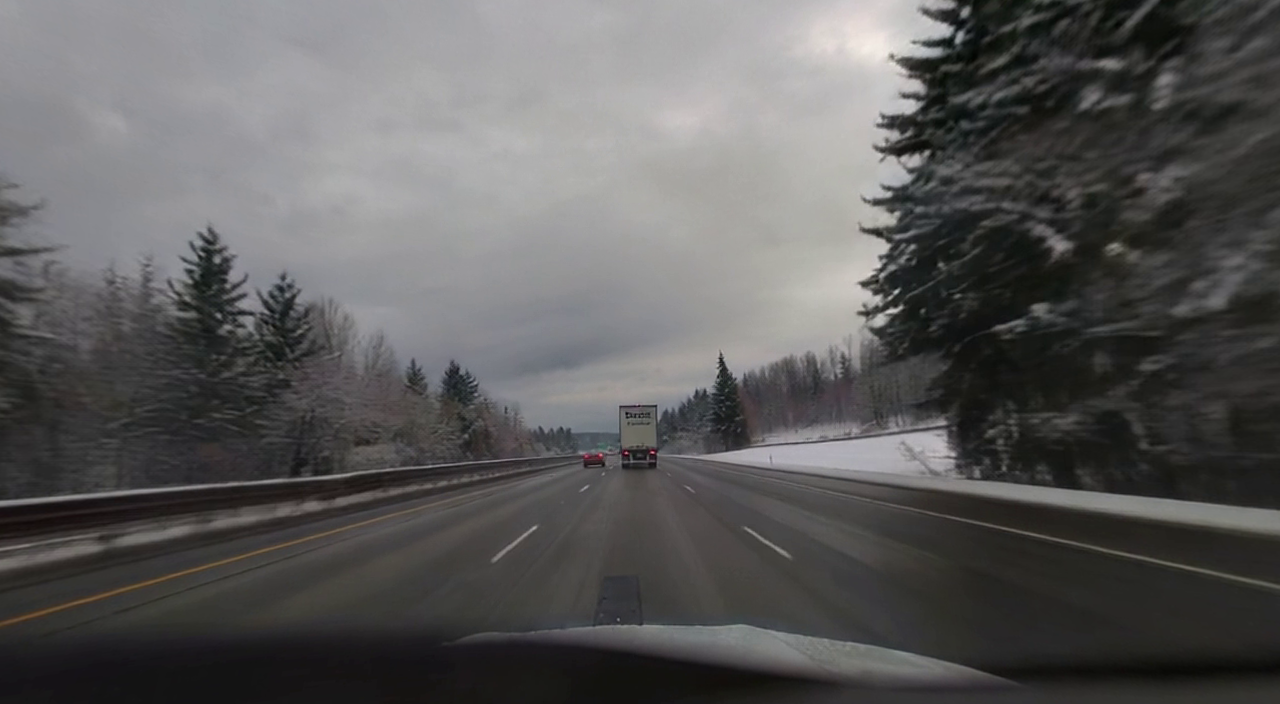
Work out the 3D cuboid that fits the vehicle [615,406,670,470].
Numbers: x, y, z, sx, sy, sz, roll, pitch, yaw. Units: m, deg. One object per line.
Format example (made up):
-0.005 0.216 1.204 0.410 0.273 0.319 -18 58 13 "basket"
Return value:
0.143 6.840 48.949 3.537 4.071 17.399 0 -9 0 "vehicle"
